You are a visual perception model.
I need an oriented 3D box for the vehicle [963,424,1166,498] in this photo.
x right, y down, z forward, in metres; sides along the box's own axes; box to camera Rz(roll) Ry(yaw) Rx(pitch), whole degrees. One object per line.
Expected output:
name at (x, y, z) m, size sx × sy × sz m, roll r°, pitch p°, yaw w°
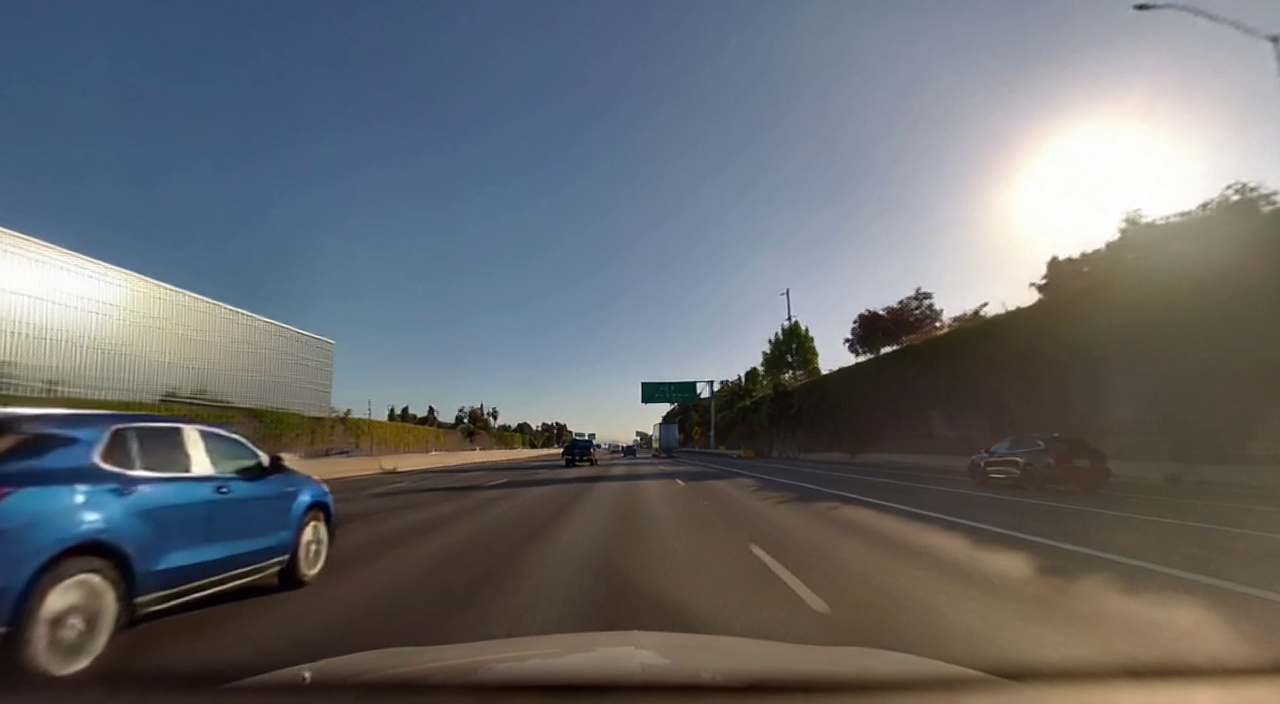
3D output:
vehicle at (11.572, 3.025, 17.836) m, size 2.089 × 1.787 × 5.080 m, roll 0°, pitch -9°, yaw -1°

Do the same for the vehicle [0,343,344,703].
vehicle at (-3.712, 0.973, 3.566) m, size 2.039 × 1.710 × 4.237 m, roll 0°, pitch -9°, yaw -1°

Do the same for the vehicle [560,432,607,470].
vehicle at (-3.222, 5.802, 37.174) m, size 2.284 × 2.022 × 5.752 m, roll 0°, pitch -9°, yaw -1°
